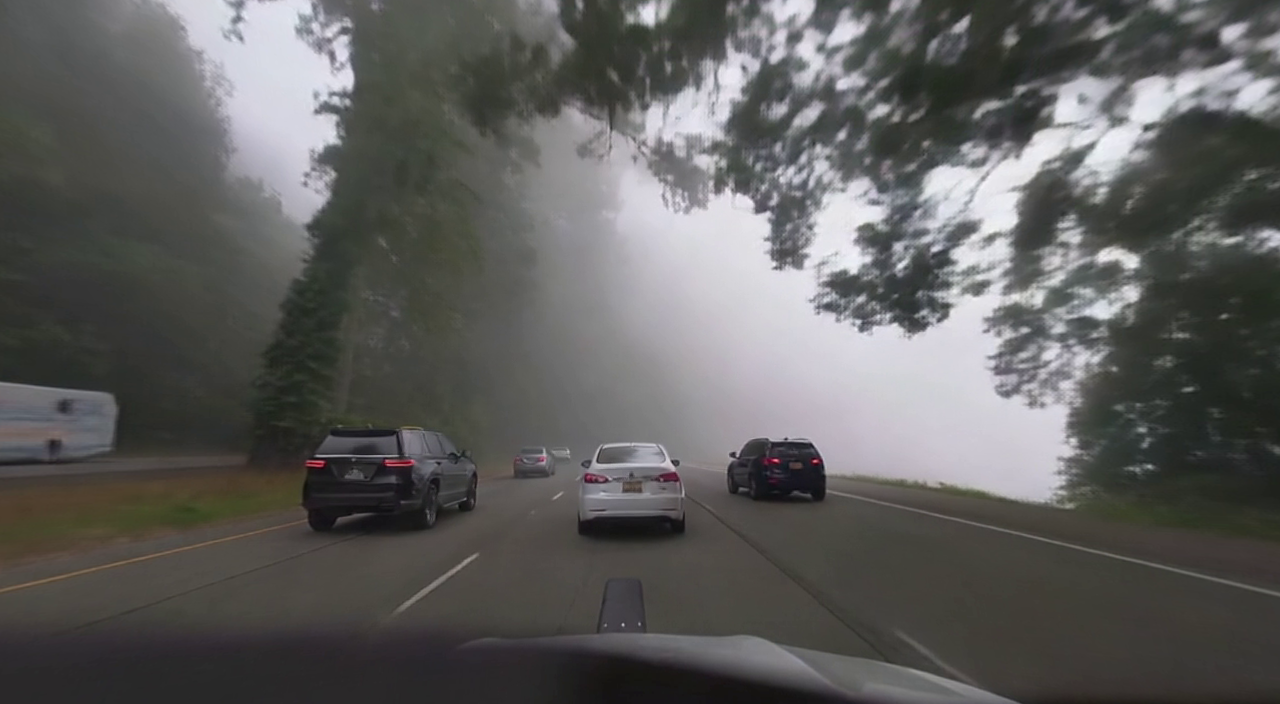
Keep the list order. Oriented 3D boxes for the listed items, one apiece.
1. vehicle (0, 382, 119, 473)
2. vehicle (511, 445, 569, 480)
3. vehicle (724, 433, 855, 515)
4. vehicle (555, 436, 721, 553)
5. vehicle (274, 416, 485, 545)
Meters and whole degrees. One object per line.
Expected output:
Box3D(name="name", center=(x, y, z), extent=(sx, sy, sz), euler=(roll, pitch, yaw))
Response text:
Box3D(name="vehicle", center=(-20.428, 2.423, 19.908), extent=(2.417, 2.689, 6.486), euler=(0, -9, -1))
Box3D(name="vehicle", center=(-4.581, 5.115, 29.439), extent=(2.122, 1.491, 3.800), euler=(0, -9, -1))
Box3D(name="vehicle", center=(3.395, 2.869, 15.254), extent=(1.996, 1.688, 4.207), euler=(0, -9, -2))
Box3D(name="vehicle", center=(-0.098, 2.164, 10.251), extent=(2.120, 1.478, 4.179), euler=(0, -9, -2))
Box3D(name="vehicle", center=(-3.991, 2.038, 10.542), extent=(1.830, 1.703, 4.142), euler=(0, -9, -2))
